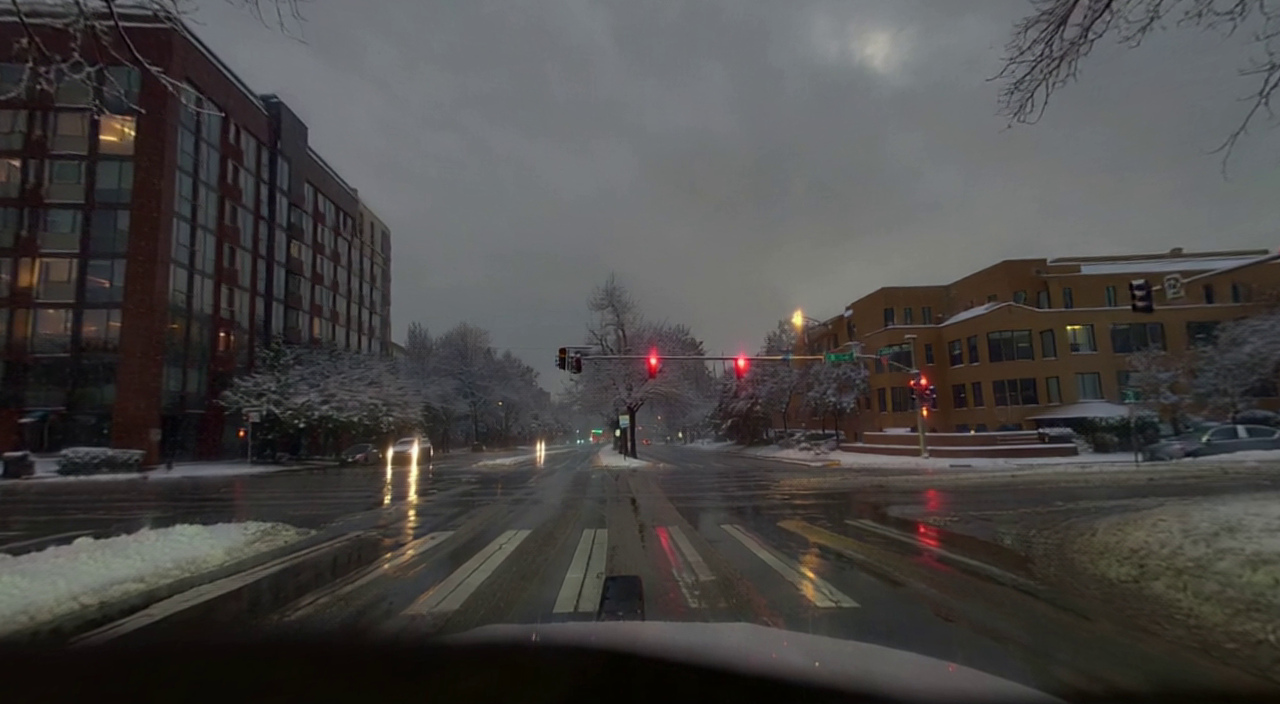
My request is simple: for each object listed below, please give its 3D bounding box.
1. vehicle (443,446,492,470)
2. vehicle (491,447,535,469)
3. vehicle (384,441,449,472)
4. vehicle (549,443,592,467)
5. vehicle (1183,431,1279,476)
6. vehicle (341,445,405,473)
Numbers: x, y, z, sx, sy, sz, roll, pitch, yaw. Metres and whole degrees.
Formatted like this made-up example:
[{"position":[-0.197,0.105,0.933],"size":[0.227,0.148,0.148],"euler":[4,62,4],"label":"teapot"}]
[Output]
[{"position":[-11.637,7.150,42.827],"size":[2.003,1.476,4.297],"euler":[-1,-9,2],"label":"vehicle"},{"position":[-8.076,6.785,40.595],"size":[1.910,1.288,4.093],"euler":[-1,-9,1],"label":"vehicle"},{"position":[-15.133,7.126,43.251],"size":[2.340,1.946,5.450],"euler":[-1,-9,1],"label":"vehicle"},{"position":[-4.497,6.717,41.530],"size":[2.109,1.461,4.637],"euler":[-1,-9,2],"label":"vehicle"},{"position":[22.318,3.563,22.358],"size":[4.474,1.477,1.908],"euler":[0,-9,-3],"label":"vehicle"},{"position":[-18.545,7.418,44.100],"size":[2.237,1.842,5.116],"euler":[0,-9,0],"label":"vehicle"}]
